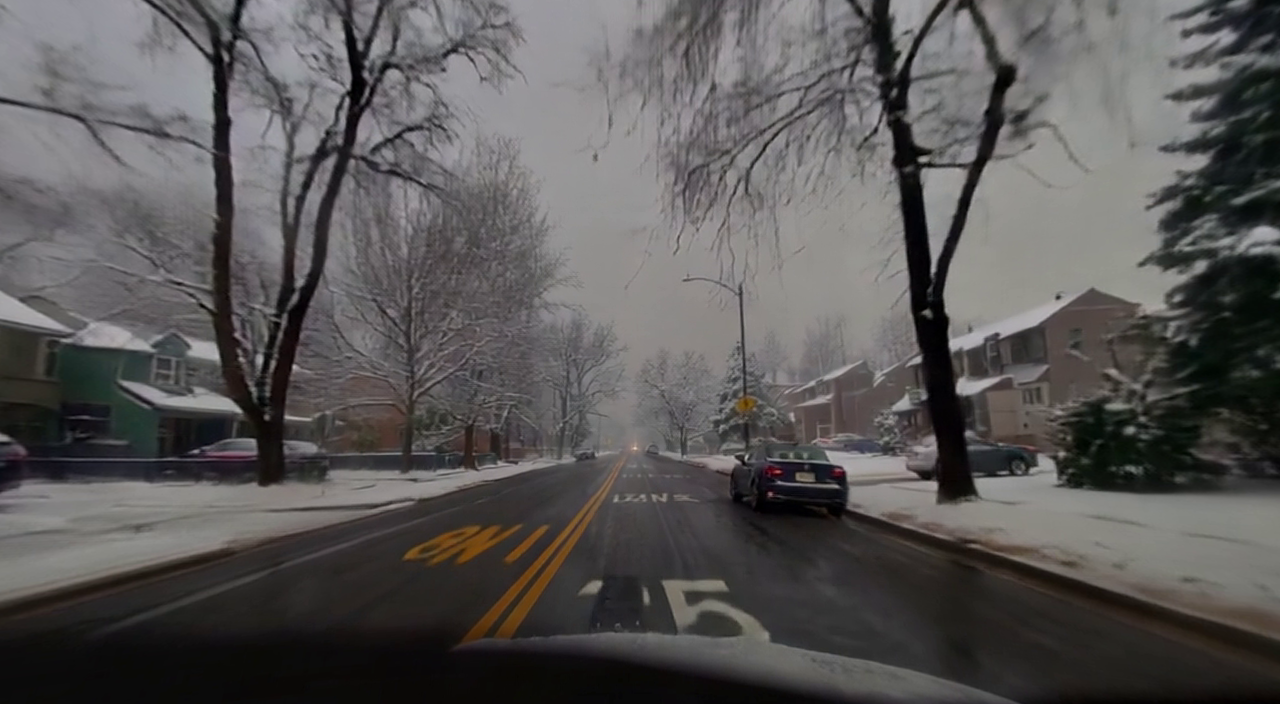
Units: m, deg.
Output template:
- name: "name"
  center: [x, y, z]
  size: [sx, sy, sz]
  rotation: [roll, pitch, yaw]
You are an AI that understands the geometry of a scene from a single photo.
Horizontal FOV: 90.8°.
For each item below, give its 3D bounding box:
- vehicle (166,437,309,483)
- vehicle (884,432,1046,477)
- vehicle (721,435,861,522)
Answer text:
- name: "vehicle"
  center: [-16.147, 4.336, 25.551]
  size: [4.331, 1.738, 2.067]
  rotation: [0, -9, 1]
- name: "vehicle"
  center: [11.282, 3.583, 22.220]
  size: [4.472, 1.481, 2.143]
  rotation: [0, -8, 0]
- name: "vehicle"
  center: [3.152, 2.725, 14.279]
  size: [1.988, 1.618, 4.567]
  rotation: [0, -8, -1]
